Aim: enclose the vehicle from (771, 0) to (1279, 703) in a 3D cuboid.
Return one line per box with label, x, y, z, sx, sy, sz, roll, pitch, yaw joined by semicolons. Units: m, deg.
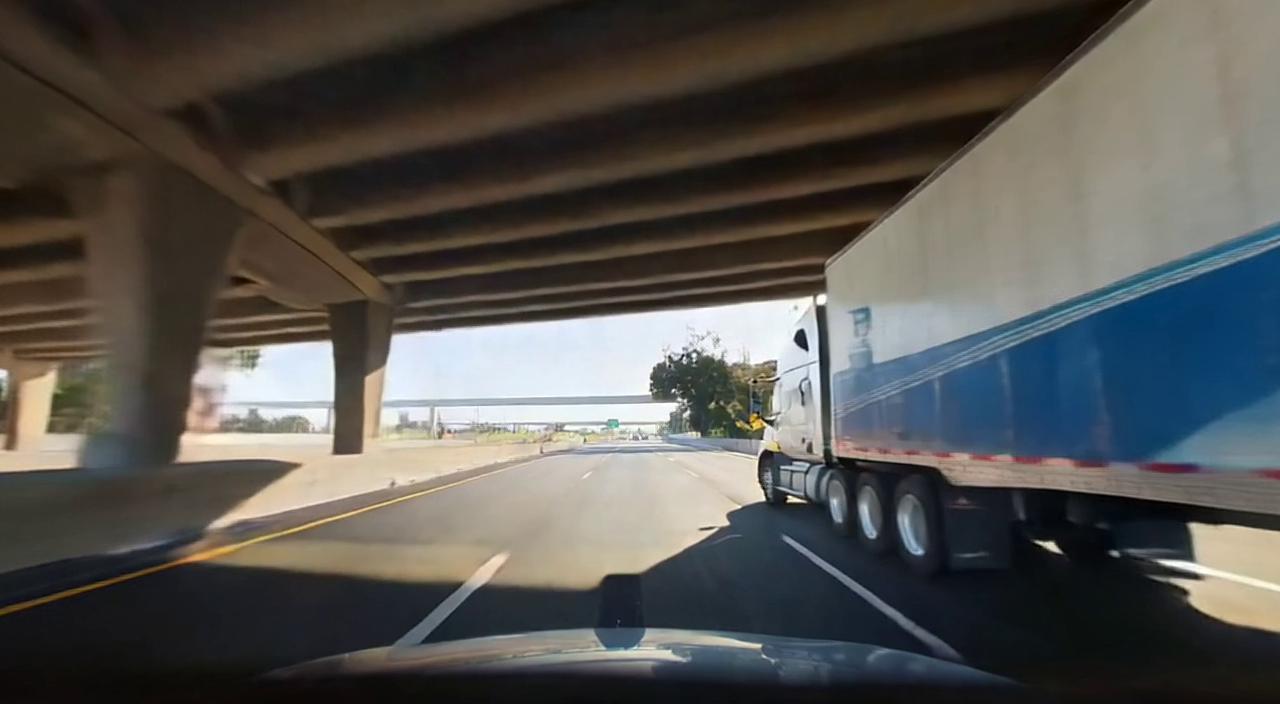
vehicle;4.397;0.318;7.769;3.162;3.950;10.161;0;-8;-1
